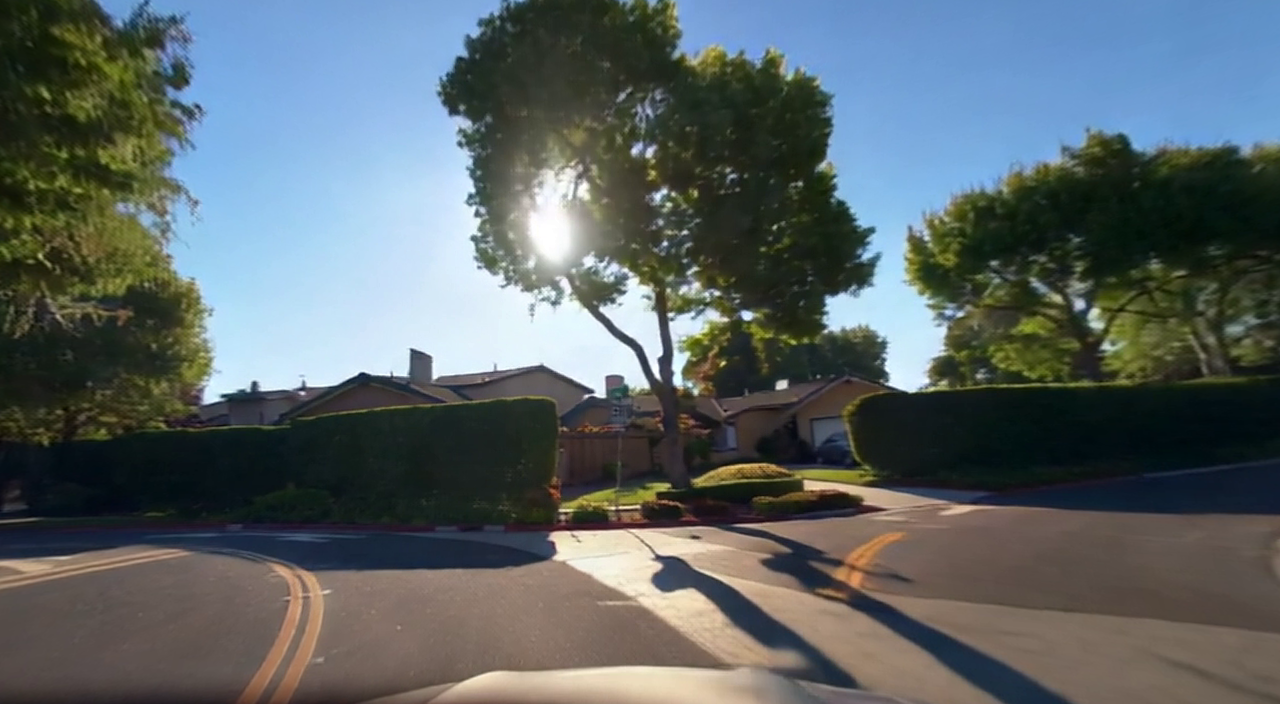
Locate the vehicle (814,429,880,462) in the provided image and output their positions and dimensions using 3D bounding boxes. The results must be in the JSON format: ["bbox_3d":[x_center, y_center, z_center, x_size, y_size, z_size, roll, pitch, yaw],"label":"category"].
[{"bbox_3d":[10.332,4.707,31.735,1.802,1.548,3.501,0,-9,-5],"label":"vehicle"}]
